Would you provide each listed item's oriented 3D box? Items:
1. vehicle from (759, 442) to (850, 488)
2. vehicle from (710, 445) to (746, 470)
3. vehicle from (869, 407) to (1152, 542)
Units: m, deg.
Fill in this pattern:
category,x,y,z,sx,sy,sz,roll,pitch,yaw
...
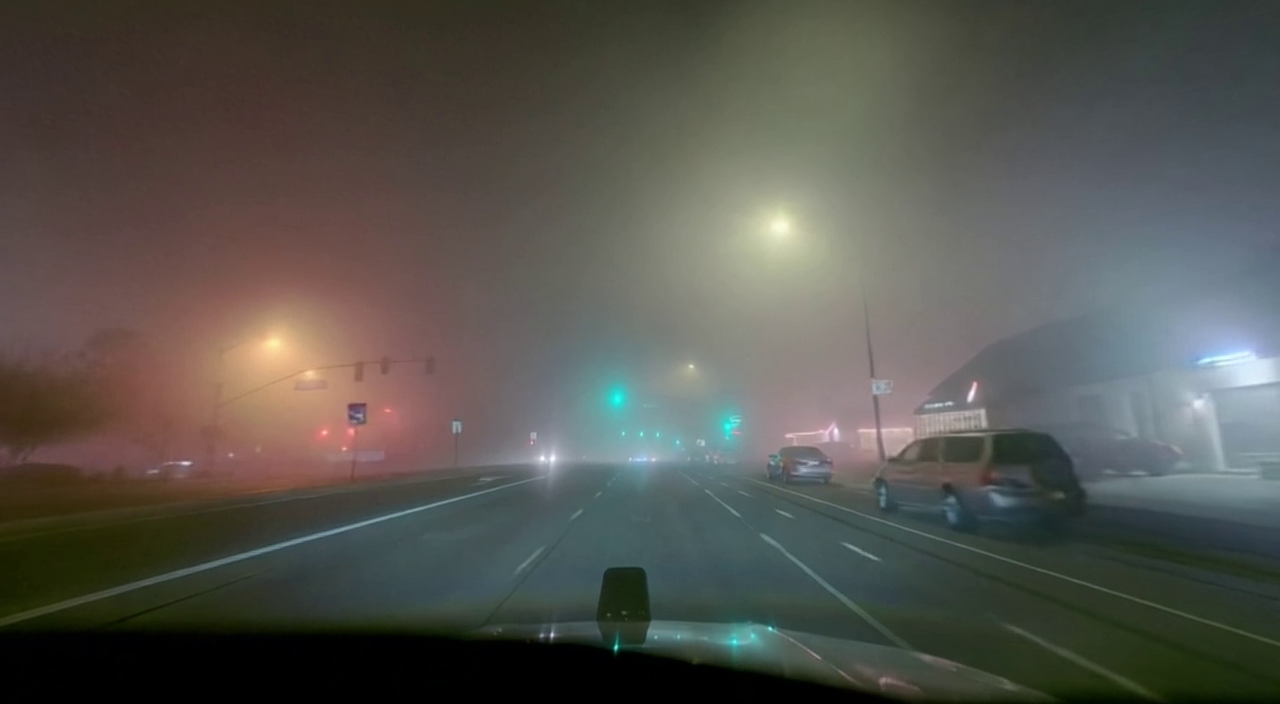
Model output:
category,x,y,z,sx,sy,sz,roll,pitch,yaw
vehicle,6.032,4.208,23.760,2.057,1.541,4.735,0,-9,-1
vehicle,6.221,7.523,45.087,1.845,1.664,5.285,0,-9,1
vehicle,5.917,2.037,11.032,1.931,1.814,4.870,0,-9,0
